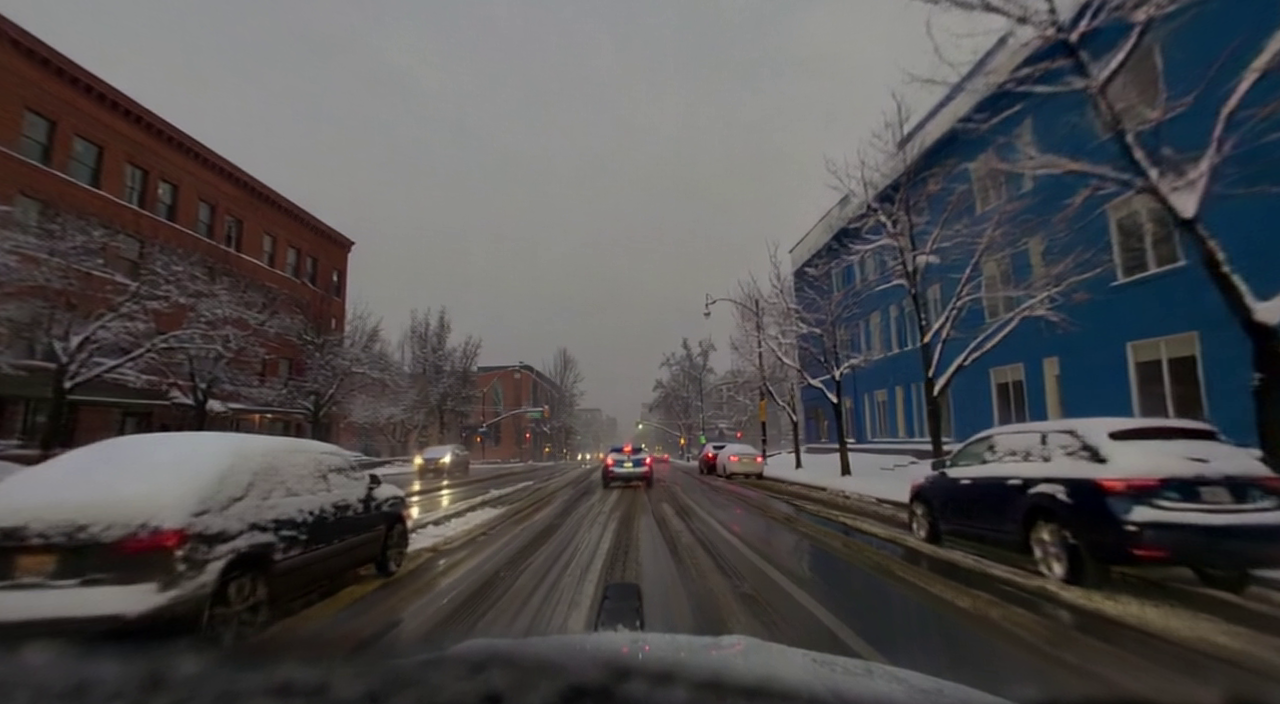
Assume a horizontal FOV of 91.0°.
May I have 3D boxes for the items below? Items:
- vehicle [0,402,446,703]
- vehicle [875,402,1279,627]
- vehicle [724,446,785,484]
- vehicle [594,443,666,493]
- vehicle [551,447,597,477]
[{"bbox_3d":[-3.432,1.363,5.445,1.934,1.548,4.635,0,-8,1],"label":"vehicle"},{"bbox_3d":[4.871,1.635,7.421,2.123,1.736,4.795,1,-8,-3],"label":"vehicle"},{"bbox_3d":[4.951,4.932,27.804,1.832,1.491,4.054,1,-8,-2],"label":"vehicle"},{"bbox_3d":[-0.323,3.902,21.631,2.230,1.518,4.113,0,-8,-1],"label":"vehicle"},{"bbox_3d":[-3.631,6.124,35.317,1.972,1.560,4.066,0,-8,2],"label":"vehicle"}]
